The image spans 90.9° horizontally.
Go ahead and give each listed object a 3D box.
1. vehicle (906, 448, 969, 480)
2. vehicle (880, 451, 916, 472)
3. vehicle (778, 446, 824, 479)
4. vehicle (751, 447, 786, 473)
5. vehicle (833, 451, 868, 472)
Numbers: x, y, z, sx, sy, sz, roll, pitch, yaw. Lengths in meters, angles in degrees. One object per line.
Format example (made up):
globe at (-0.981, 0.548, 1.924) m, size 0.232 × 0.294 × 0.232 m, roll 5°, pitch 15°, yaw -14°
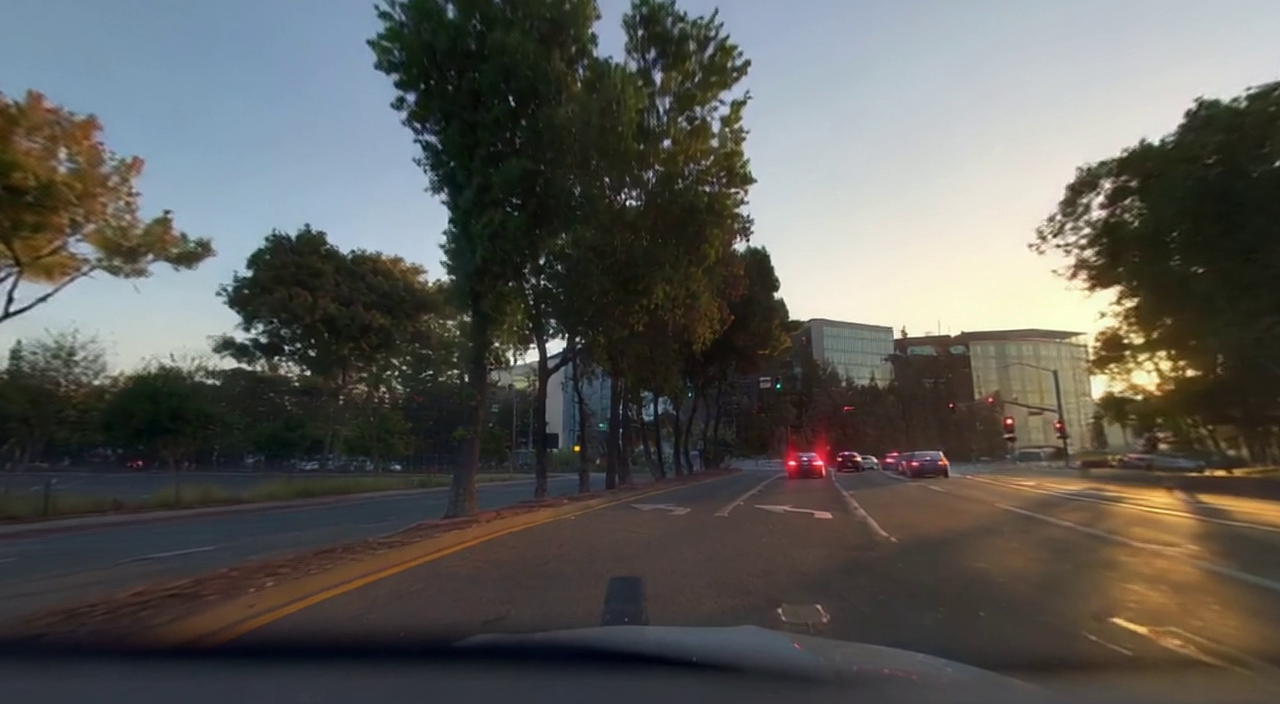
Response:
vehicle at (14.441, 5.440, 30.824) m, size 1.884 × 1.422 × 4.262 m, roll -3°, pitch -9°, yaw 13°
vehicle at (19.416, 8.242, 47.578) m, size 1.901 × 1.484 × 4.093 m, roll -3°, pitch -9°, yaw 14°
vehicle at (8.268, 5.641, 32.340) m, size 2.078 × 1.578 × 4.107 m, roll -3°, pitch -9°, yaw 15°
vehicle at (9.785, 8.125, 47.613) m, size 2.245 × 1.800 × 4.522 m, roll -3°, pitch -9°, yaw 15°
vehicle at (15.626, 8.148, 47.069) m, size 2.063 × 1.476 × 4.361 m, roll -3°, pitch -9°, yaw 14°
